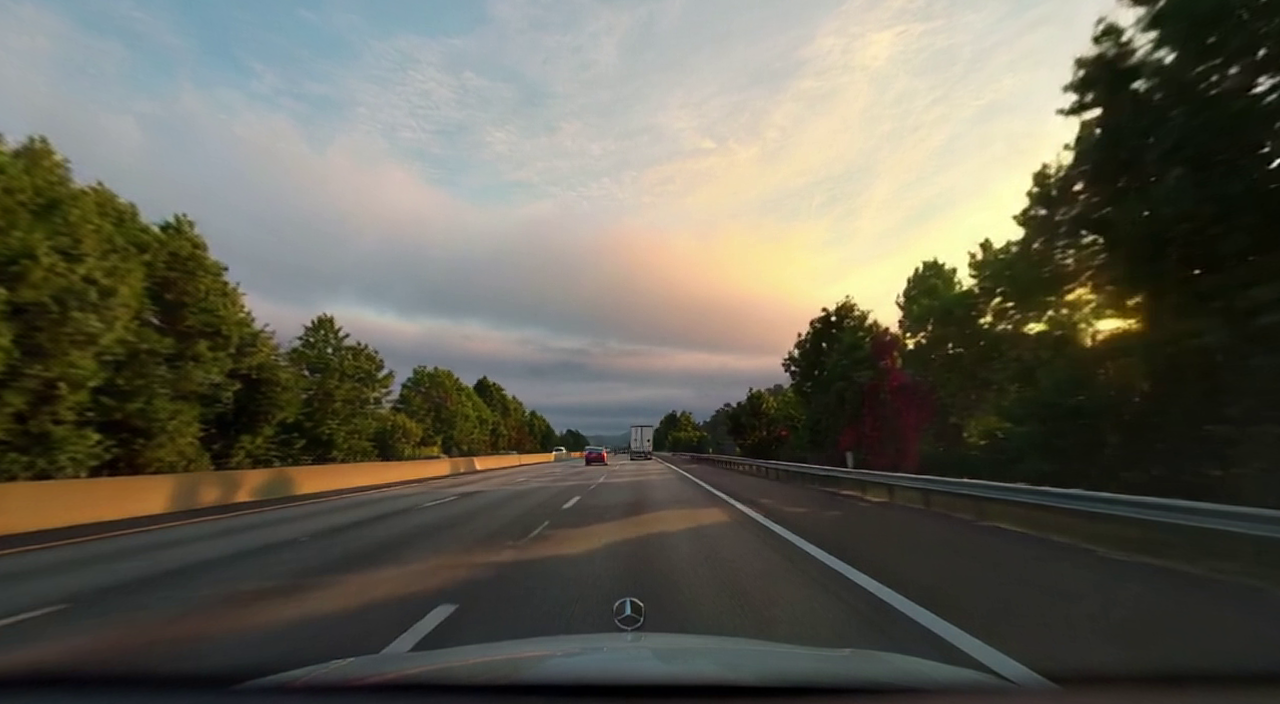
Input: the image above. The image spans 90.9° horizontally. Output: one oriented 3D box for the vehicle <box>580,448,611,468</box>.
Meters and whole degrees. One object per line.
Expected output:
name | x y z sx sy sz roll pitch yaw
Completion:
vehicle | -3.423 8.240 49.165 2.085 1.506 4.101 0 -9 0
